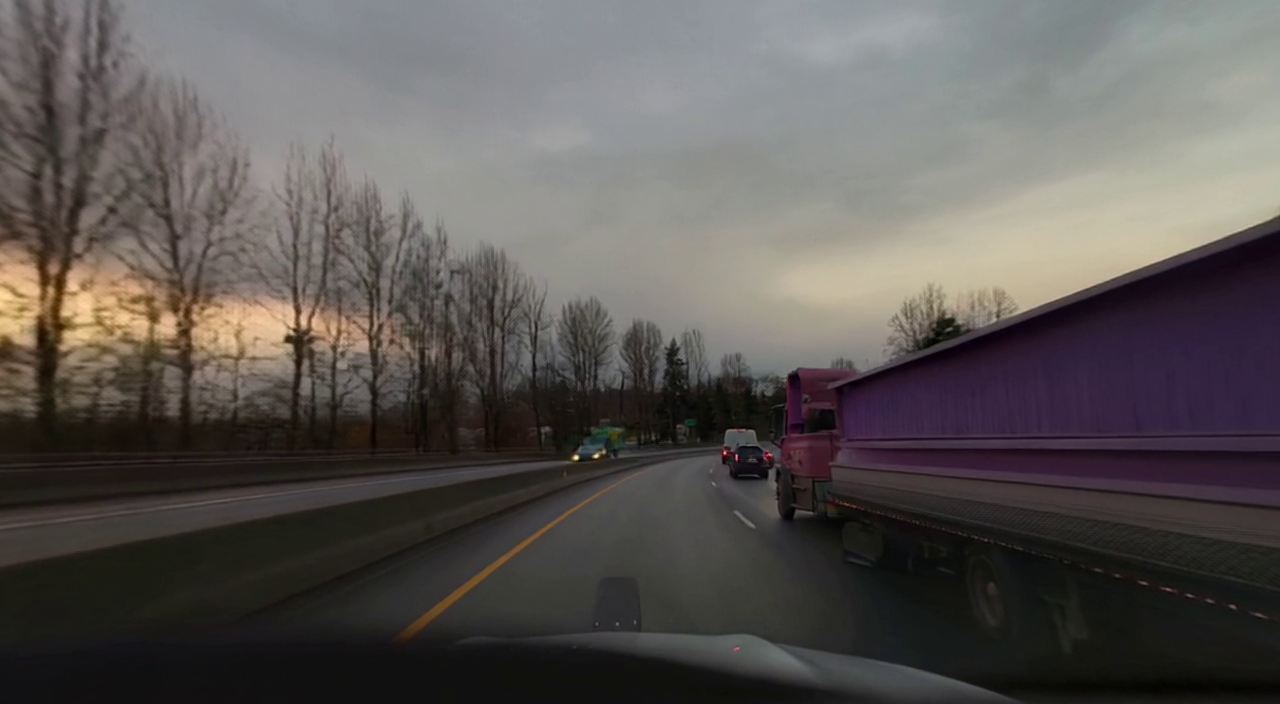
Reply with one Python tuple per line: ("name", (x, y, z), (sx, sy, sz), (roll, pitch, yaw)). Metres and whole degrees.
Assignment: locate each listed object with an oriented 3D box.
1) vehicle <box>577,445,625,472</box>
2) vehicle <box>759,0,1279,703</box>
("vehicle", (-2.350, 6.566, 38.892), (2.054, 1.525, 4.441), (-1, -9, 8))
("vehicle", (4.079, 1.002, 7.171), (2.916, 3.563, 14.462), (0, -9, 1))
